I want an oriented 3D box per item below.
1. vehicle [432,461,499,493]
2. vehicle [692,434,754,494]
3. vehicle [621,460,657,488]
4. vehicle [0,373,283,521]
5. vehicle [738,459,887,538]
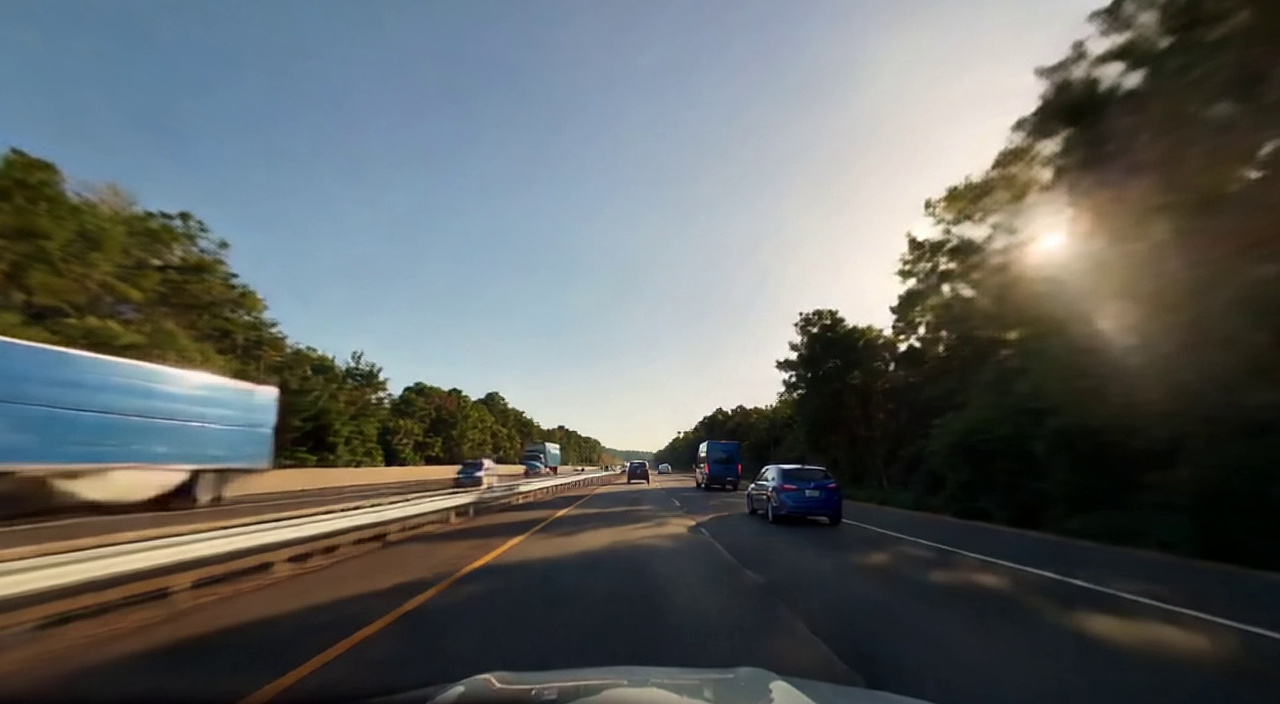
[{"bbox_3d":[-8.725,6.320,31.925,2.024,1.471,4.450,0,-10,1],"label":"vehicle"},{"bbox_3d":[4.544,6.361,35.749,2.563,2.975,6.941,1,-10,0],"label":"vehicle"},{"bbox_3d":[-0.016,7.968,41.210,2.212,1.717,4.452,1,-10,0],"label":"vehicle"},{"bbox_3d":[-13.607,2.713,17.445,2.876,3.200,7.459,0,-10,1],"label":"vehicle"},{"bbox_3d":[3.857,3.392,15.156,2.073,1.532,4.969,1,-10,-1],"label":"vehicle"}]
